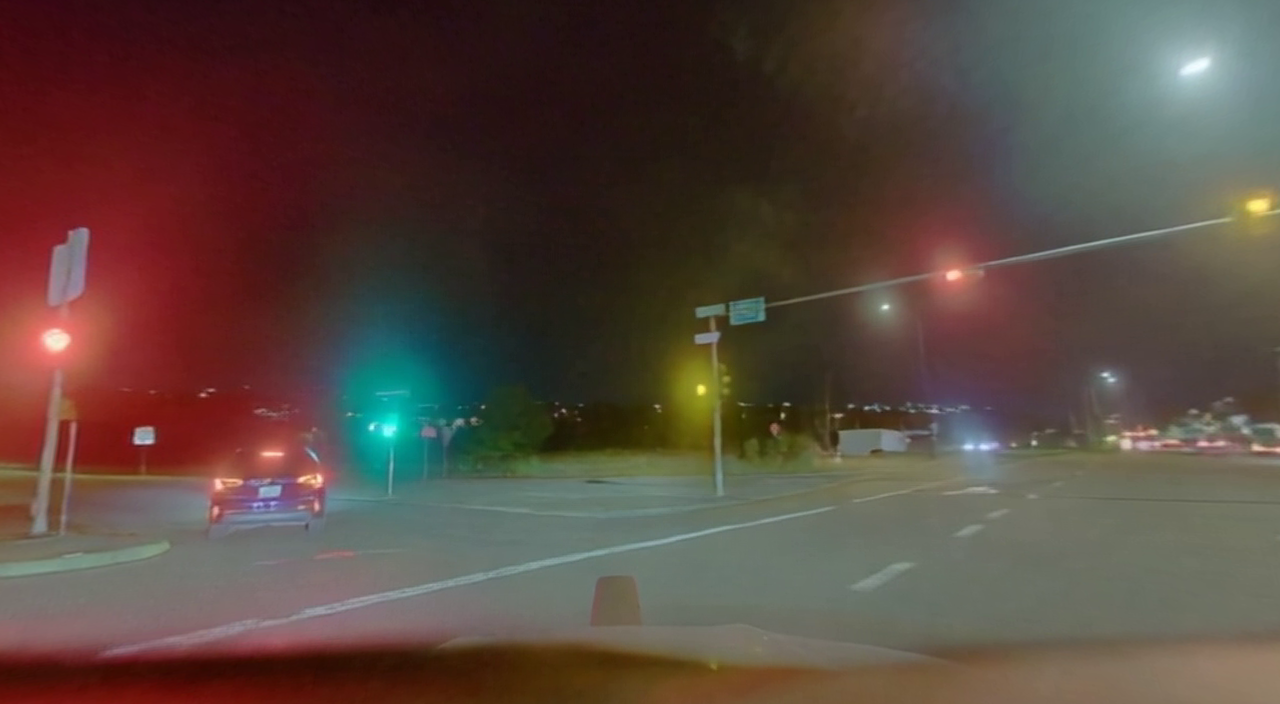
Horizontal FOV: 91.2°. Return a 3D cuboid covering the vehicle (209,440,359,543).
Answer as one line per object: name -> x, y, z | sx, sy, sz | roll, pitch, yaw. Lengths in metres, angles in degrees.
vehicle -> -6.668, 2.443, 11.634 | 2.014, 1.525, 3.670 | 5, -10, -33
